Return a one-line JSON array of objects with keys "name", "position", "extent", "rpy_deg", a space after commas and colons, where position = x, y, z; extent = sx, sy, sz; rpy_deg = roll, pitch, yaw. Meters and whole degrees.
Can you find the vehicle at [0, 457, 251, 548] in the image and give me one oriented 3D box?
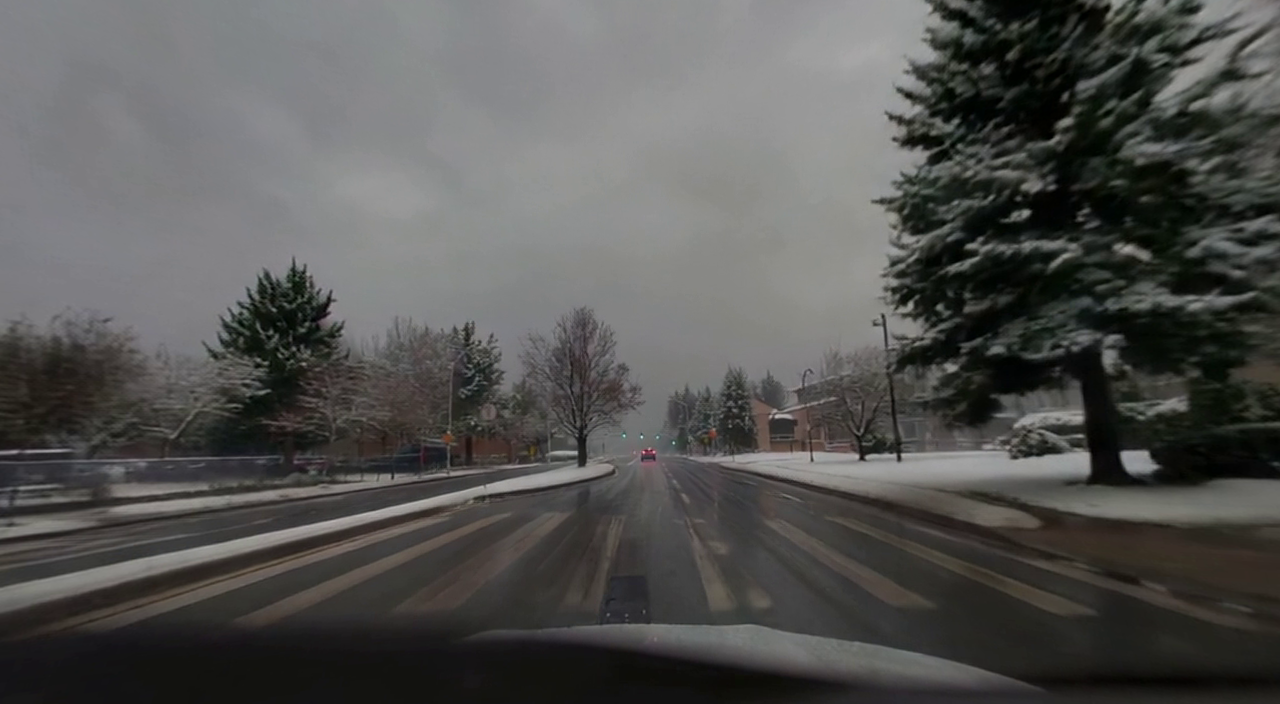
[{"name": "vehicle", "position": [-10.890, 3.140, 13.829], "extent": [1.813, 1.578, 4.332], "rpy_deg": [-1, -8, 2]}]
